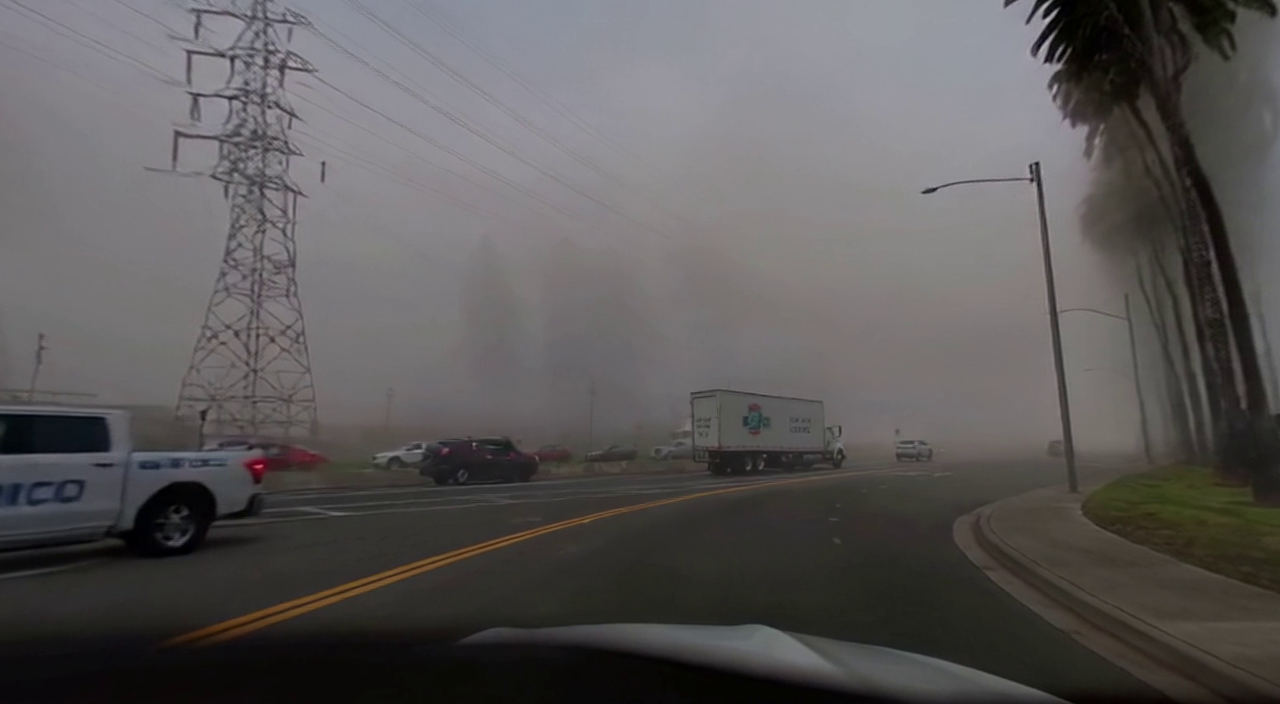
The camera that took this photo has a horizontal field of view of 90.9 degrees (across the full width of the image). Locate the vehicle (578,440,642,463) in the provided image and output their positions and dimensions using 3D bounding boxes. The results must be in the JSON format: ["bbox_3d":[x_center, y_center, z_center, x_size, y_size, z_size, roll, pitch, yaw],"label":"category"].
[{"bbox_3d":[-2.065,6.966,44.022,1.785,1.502,4.457,-8,-13,42],"label":"vehicle"}]

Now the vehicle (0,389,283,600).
[{"bbox_3d":[-6.653,1.318,6.010,2.101,1.848,5.132,-6,-10,35],"label":"vehicle"}]

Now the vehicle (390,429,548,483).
[{"bbox_3d":[-6.780,4.180,25.726,2.266,1.950,5.866,-7,-11,41],"label":"vehicle"}]

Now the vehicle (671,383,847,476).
[{"bbox_3d":[6.417,4.013,31.899,2.903,3.933,11.567,-8,-11,42],"label":"vehicle"}]
